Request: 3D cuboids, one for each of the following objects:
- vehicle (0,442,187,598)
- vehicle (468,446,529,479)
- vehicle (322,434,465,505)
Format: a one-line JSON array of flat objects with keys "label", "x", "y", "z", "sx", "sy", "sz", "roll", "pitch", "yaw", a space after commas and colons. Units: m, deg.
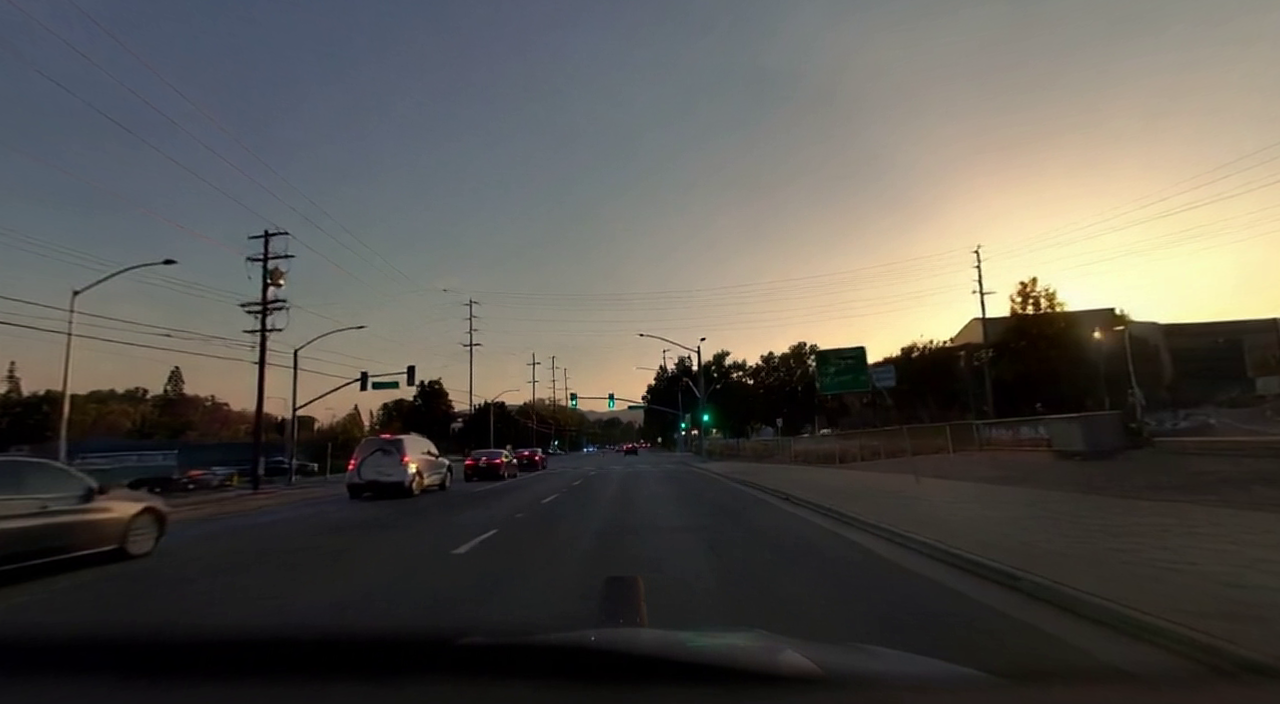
[{"label": "vehicle", "x": -7.074, "y": 1.626, "z": 6.213, "sx": 2.008, "sy": 1.456, "sz": 4.409, "roll": 0, "pitch": -9, "yaw": -1}, {"label": "vehicle", "x": -6.924, "y": 5.437, "z": 31.429, "sx": 1.854, "sy": 1.481, "sz": 4.518, "roll": 0, "pitch": -9, "yaw": 2}, {"label": "vehicle", "x": -6.976, "y": 3.360, "z": 18.596, "sx": 2.101, "sy": 1.768, "sz": 5.040, "roll": 0, "pitch": -9, "yaw": 1}]
